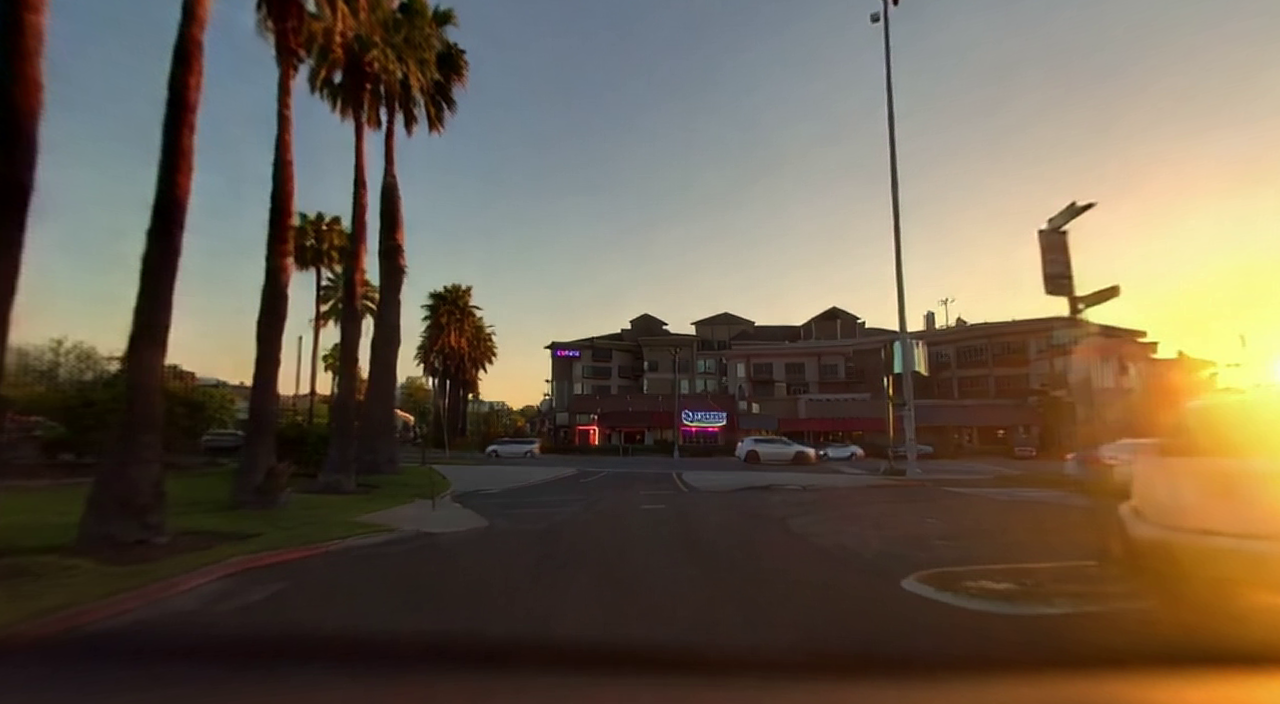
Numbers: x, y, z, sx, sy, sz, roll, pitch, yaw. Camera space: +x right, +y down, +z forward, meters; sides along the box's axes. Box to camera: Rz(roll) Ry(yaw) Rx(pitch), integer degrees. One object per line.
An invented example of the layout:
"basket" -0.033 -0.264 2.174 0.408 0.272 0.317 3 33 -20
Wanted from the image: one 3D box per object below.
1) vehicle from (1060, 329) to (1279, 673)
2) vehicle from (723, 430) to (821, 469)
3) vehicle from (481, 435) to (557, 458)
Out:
"vehicle" 5.837 0.944 4.261 4.656 1.886 1.915 1 -8 -4
"vehicle" 6.315 4.723 30.627 4.211 1.756 2.158 1 -8 -2
"vehicle" -8.175 6.455 43.116 4.850 1.472 1.777 1 -8 -3
